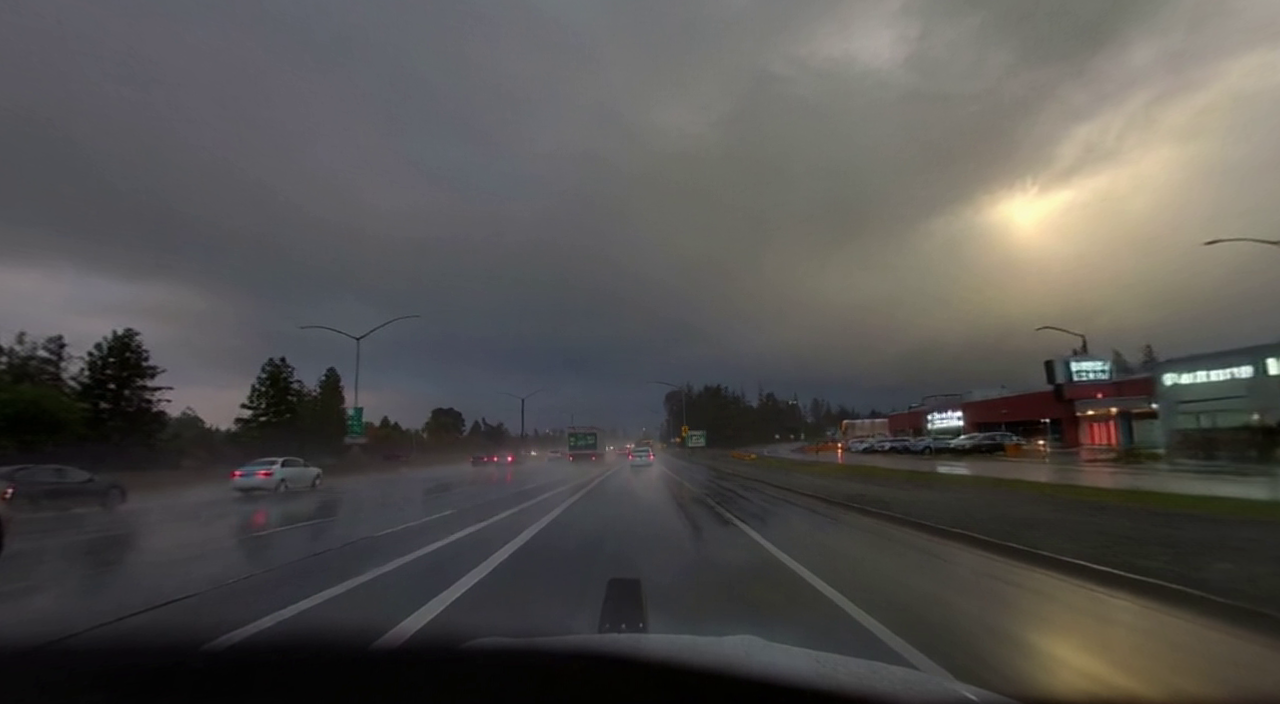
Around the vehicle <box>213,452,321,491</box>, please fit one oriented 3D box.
[{"bbox_3d":[-18.001,5.756,30.762,2.076,1.709,4.893,-1,-8,3],"label":"vehicle"}]

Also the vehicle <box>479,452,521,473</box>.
[{"bbox_3d":[-10.610,8.384,48.058,1.928,1.480,4.823,-1,-8,2],"label":"vehicle"}]

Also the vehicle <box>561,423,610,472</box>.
[{"bbox_3d":[-4.061,7.395,49.113,2.796,3.426,8.553,-1,-8,2],"label":"vehicle"}]

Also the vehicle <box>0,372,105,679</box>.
[{"bbox_3d":[-4.930,0.783,2.073,2.200,1.793,4.586,0,-8,2],"label":"vehicle"}]

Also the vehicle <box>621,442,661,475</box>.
[{"bbox_3d":[0.088,6.208,36.989,2.227,1.794,4.646,0,-8,1],"label":"vehicle"}]
